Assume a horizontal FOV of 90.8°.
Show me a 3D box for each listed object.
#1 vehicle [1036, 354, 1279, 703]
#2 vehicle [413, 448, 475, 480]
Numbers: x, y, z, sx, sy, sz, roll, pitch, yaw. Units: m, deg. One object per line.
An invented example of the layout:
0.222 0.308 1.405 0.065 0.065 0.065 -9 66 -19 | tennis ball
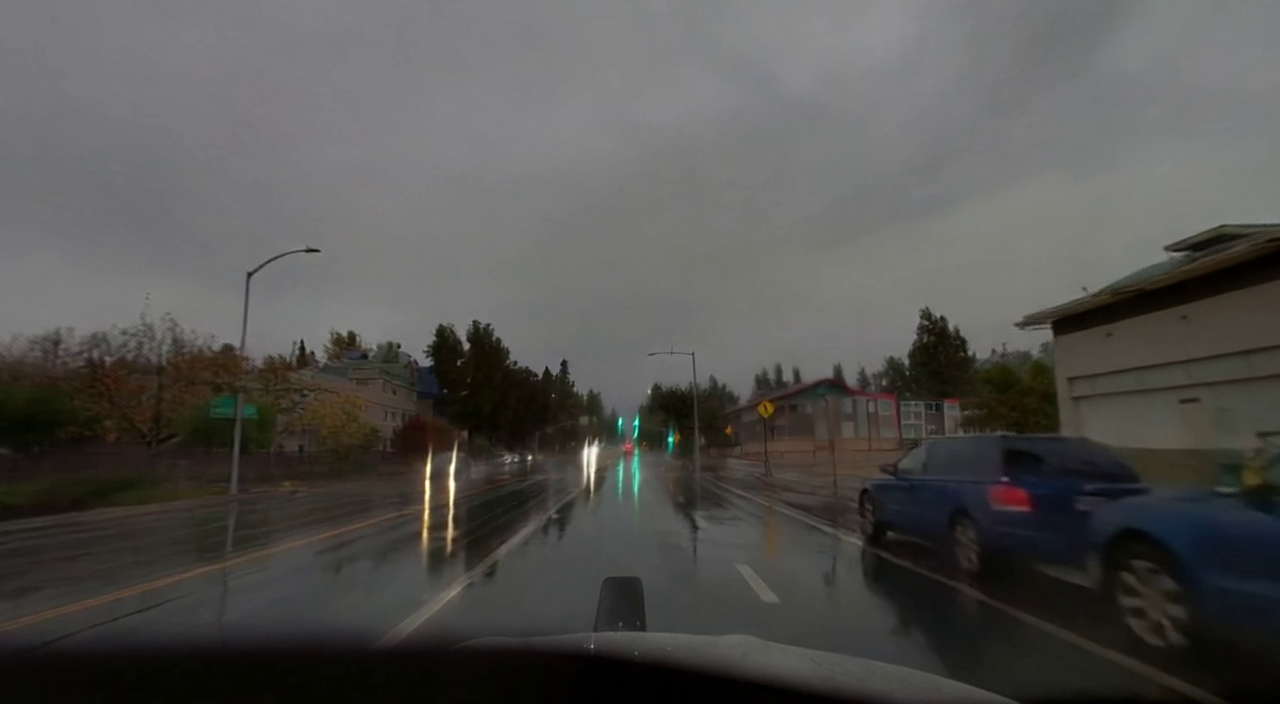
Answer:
4.101 0.798 2.318 2.220 1.752 4.782 0 -8 1 | vehicle
-10.448 5.975 34.011 2.022 1.569 4.275 0 -8 -1 | vehicle
